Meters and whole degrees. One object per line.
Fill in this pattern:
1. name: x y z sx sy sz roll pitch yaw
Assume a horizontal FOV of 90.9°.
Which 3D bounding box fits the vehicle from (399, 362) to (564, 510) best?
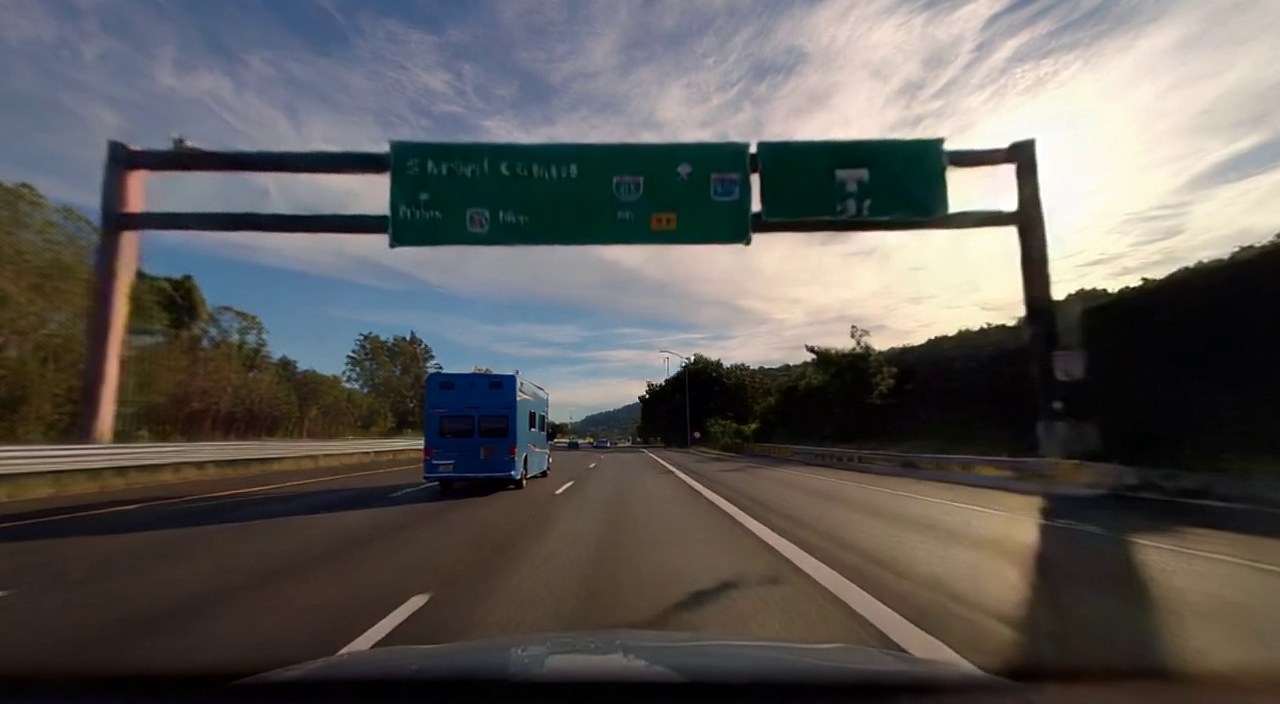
1. vehicle: -3.972 2.328 17.782 2.676 3.269 7.388 -1 -7 0
